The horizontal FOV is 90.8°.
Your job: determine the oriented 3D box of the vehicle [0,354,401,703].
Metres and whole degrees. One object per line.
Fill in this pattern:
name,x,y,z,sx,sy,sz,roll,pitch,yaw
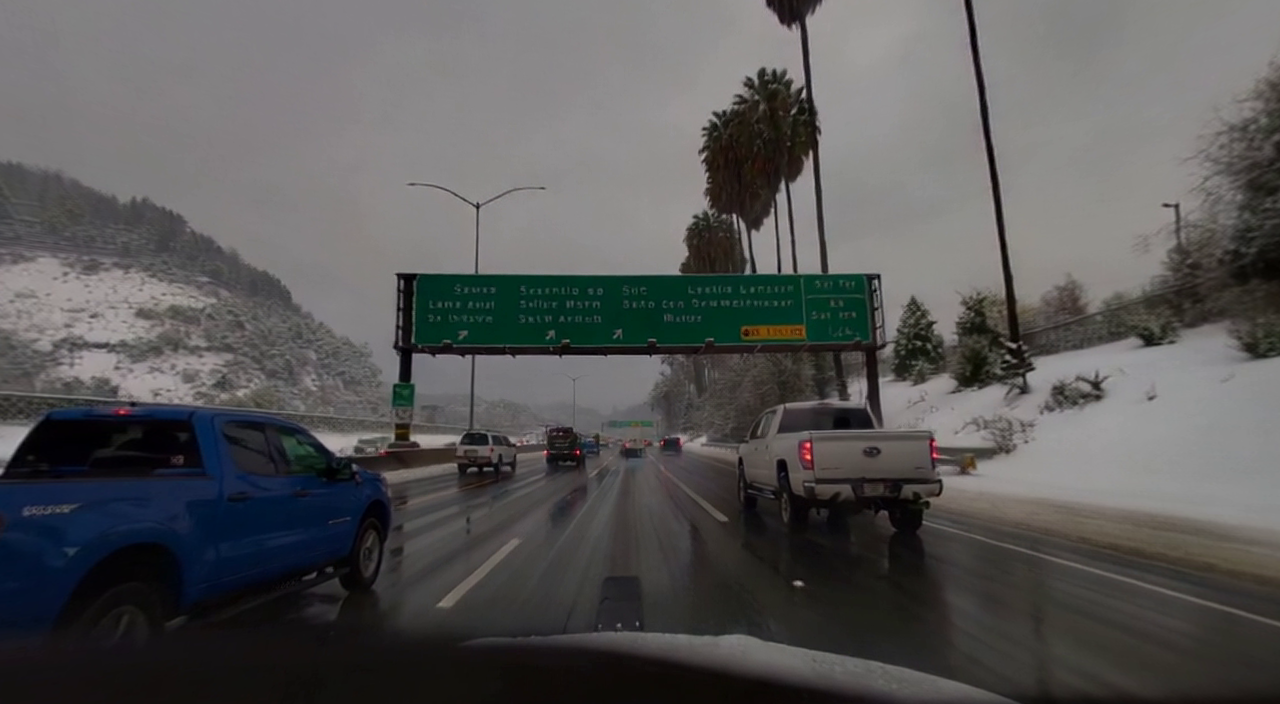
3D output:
vehicle,-3.224,1.102,3.904,1.885,1.654,4.103,0,-9,0

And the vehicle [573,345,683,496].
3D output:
vehicle,-0.258,2.628,22.381,2.906,4.040,10.743,0,-9,1

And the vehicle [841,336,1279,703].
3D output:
vehicle,3.147,0.984,4.390,1.859,1.416,4.695,0,-9,-1

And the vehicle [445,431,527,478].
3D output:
vehicle,-6.904,4.698,29.140,2.344,1.954,5.579,0,-9,0
